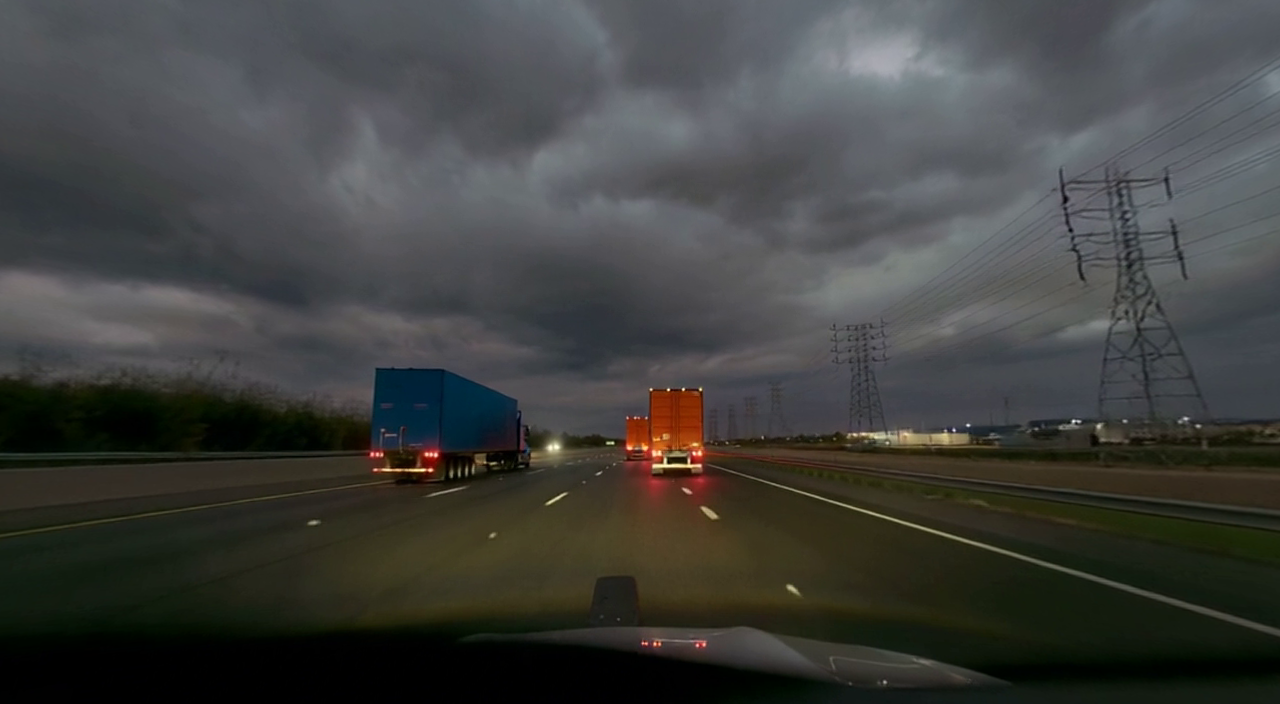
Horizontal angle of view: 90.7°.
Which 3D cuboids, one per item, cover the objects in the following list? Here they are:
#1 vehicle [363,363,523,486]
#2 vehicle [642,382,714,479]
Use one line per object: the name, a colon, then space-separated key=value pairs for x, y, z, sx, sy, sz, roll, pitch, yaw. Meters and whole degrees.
vehicle: x=-7.402 y=3.146 z=26.066 sx=2.937 sy=3.981 sz=11.119 roll=0 pitch=-8 yaw=0
vehicle: x=1.589 y=3.889 z=30.431 sx=2.858 sy=3.847 sz=10.034 roll=0 pitch=-9 yaw=1
